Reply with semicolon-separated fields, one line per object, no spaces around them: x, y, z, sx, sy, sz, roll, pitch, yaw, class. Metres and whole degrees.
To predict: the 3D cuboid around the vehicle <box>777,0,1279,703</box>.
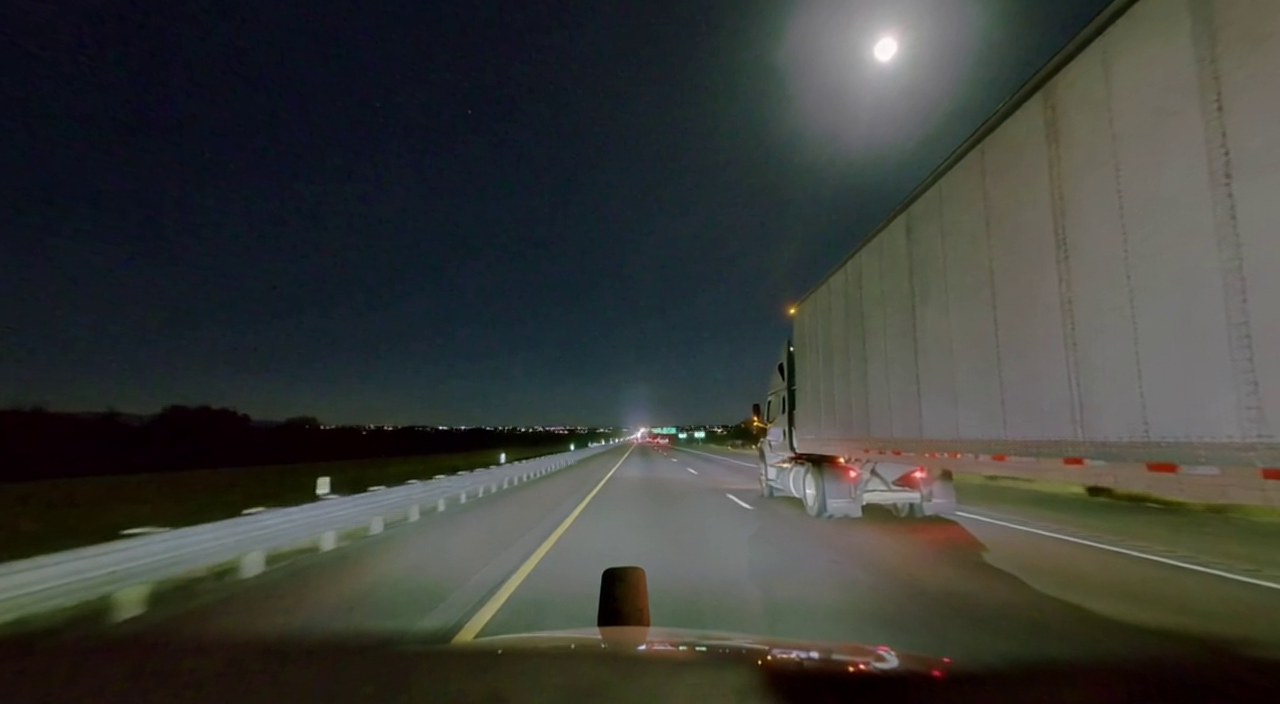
4.163;0.267;5.368;3.006;4.093;14.142;0;-8;1;vehicle
